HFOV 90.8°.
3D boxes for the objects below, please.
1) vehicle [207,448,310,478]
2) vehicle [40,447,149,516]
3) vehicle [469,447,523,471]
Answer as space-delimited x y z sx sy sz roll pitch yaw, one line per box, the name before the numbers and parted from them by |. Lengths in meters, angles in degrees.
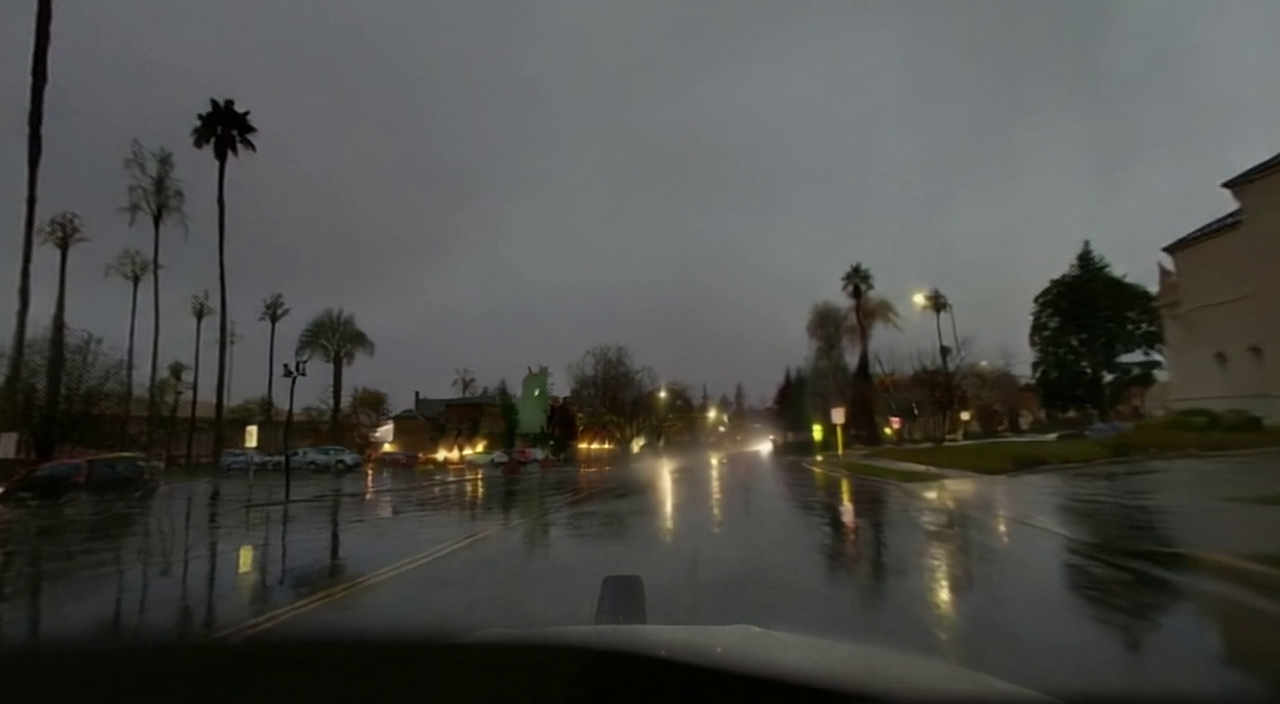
vehicle | -23.814 6.922 39.539 5.193 1.830 2.049 -1 -9 4
vehicle | -16.971 3.930 19.868 2.174 1.863 4.651 7 -11 -38
vehicle | -11.019 8.204 48.422 3.635 1.521 1.726 3 -6 4
